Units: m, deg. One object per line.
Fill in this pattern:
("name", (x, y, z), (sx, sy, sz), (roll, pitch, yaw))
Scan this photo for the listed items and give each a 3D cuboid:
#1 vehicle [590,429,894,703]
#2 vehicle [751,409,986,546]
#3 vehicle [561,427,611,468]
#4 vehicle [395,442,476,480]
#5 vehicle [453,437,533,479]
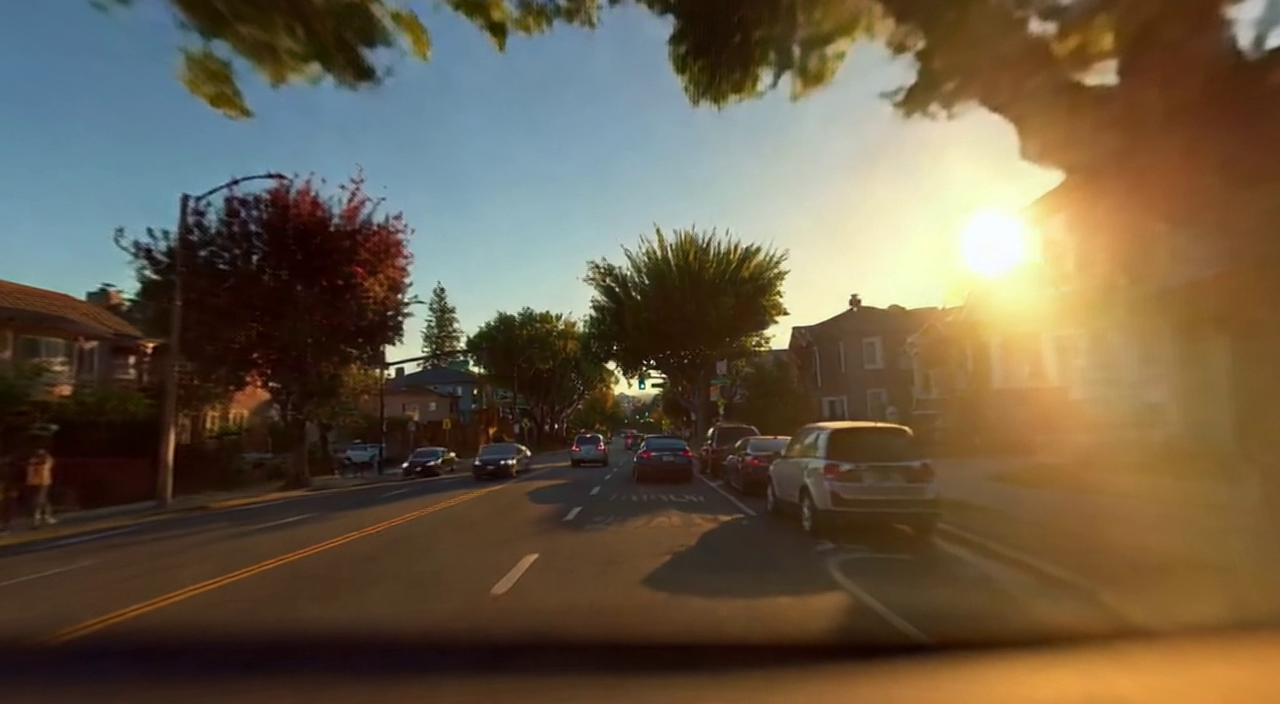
("vehicle", (0.442, 1.316, 4.756), (1.485, 1.385, 3.283), (1, -8, -2))
("vehicle", (3.070, 1.754, 9.515), (1.905, 1.589, 4.028), (0, -8, -2))
("vehicle", (-2.550, 4.608, 30.691), (1.983, 1.841, 4.013), (-1, -8, 1))
("vehicle", (-8.955, 4.770, 27.947), (2.059, 1.507, 4.379), (-1, -8, 1))
("vehicle", (-5.784, 4.199, 25.381), (2.055, 1.521, 4.639), (-1, -8, 1))
